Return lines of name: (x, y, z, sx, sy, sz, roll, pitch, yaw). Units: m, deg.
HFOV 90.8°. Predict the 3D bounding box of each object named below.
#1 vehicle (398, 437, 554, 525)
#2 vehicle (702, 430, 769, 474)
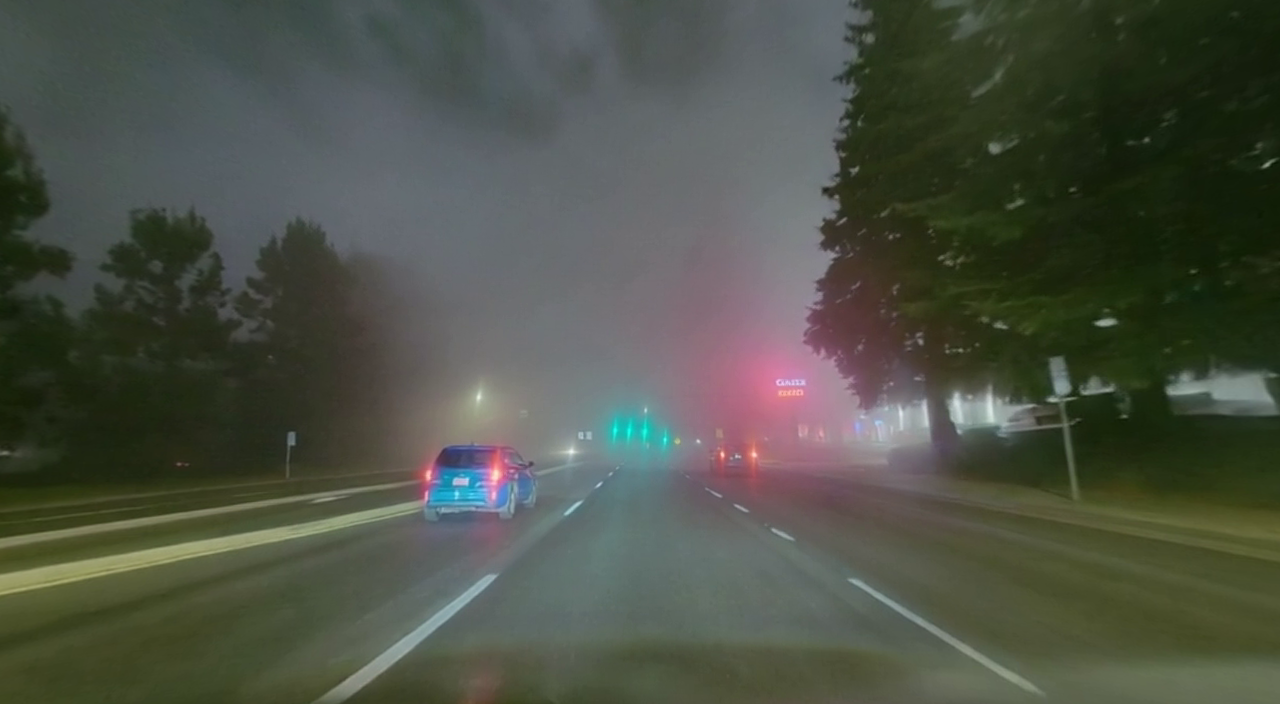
vehicle: (-3.120, 2.543, 13.062, 2.017, 1.470, 4.293, 0, -8, 1)
vehicle: (4.699, 5.053, 32.039, 2.476, 2.016, 5.586, 0, -8, 0)
